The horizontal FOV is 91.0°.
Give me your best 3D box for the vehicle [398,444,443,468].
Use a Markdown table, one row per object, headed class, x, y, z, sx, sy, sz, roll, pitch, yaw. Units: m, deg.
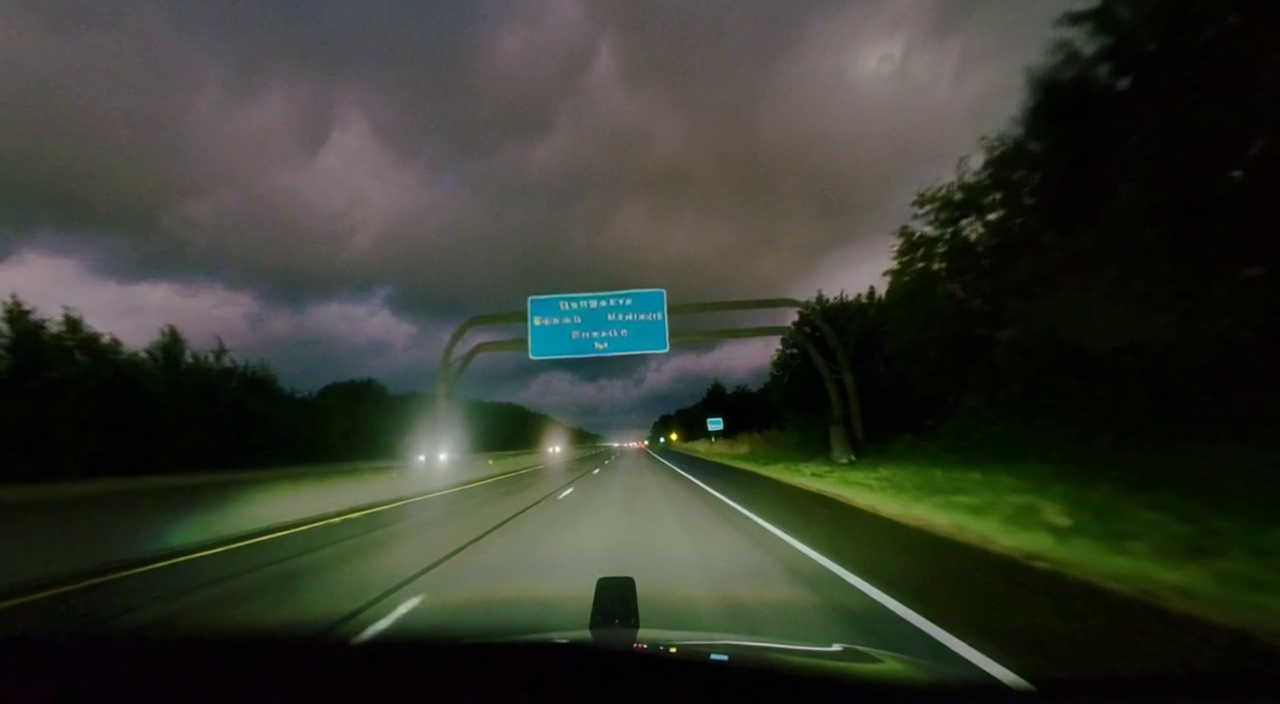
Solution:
| class | x | y | z | sx | sy | sz | roll | pitch | yaw |
| --- | --- | --- | --- | --- | --- | --- | --- | --- | --- |
| vehicle | -16.331 | 7.759 | 46.990 | 1.892 | 1.661 | 4.143 | 0 | -8 | -1 |
